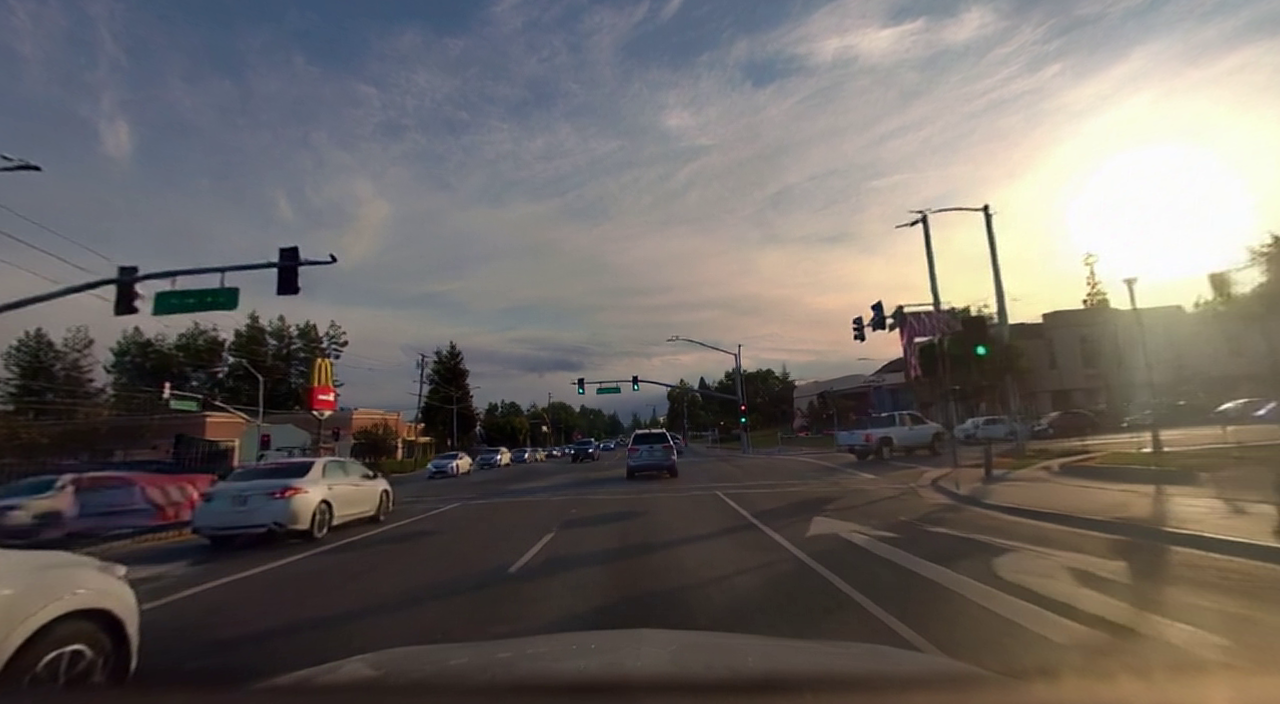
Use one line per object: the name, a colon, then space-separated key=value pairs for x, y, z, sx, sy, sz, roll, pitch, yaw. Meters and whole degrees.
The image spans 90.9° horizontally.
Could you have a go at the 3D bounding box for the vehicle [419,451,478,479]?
vehicle: x=-11.254 y=6.667 z=37.453 sx=2.016 sy=1.468 sz=4.612 roll=0 pitch=-9 yaw=0

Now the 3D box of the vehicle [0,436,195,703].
vehicle: x=-3.699 y=0.950 z=1.666 sx=1.996 sy=1.463 sz=4.094 roll=0 pitch=-9 yaw=1

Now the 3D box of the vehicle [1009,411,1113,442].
vehicle: x=25.618 y=4.570 z=38.509 sx=4.769 sy=1.486 sz=2.043 roll=-3 pitch=-9 yaw=0

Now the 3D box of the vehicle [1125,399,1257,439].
vehicle: x=26.161 y=3.220 z=30.028 sx=4.386 sy=1.760 sz=2.228 roll=1 pitch=-9 yaw=-7

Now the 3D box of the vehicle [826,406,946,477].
vehicle: x=8.882 y=3.195 z=22.377 sx=2.452 sy=2.148 sz=5.877 roll=-6 pitch=-10 yaw=35

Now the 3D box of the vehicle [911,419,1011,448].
vehicle: x=17.643 y=4.515 z=34.782 sx=4.430 sy=1.480 sz=1.923 roll=0 pitch=-9 yaw=-1

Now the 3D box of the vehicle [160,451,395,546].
vehicle: x=-6.690 y=2.702 z=12.375 sx=1.966 sy=1.461 sz=4.422 roll=0 pitch=-9 yaw=0

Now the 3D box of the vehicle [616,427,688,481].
vehicle: x=0.383 y=3.968 z=24.756 sx=2.513 sy=1.854 sz=5.235 roll=0 pitch=-9 yaw=-1
